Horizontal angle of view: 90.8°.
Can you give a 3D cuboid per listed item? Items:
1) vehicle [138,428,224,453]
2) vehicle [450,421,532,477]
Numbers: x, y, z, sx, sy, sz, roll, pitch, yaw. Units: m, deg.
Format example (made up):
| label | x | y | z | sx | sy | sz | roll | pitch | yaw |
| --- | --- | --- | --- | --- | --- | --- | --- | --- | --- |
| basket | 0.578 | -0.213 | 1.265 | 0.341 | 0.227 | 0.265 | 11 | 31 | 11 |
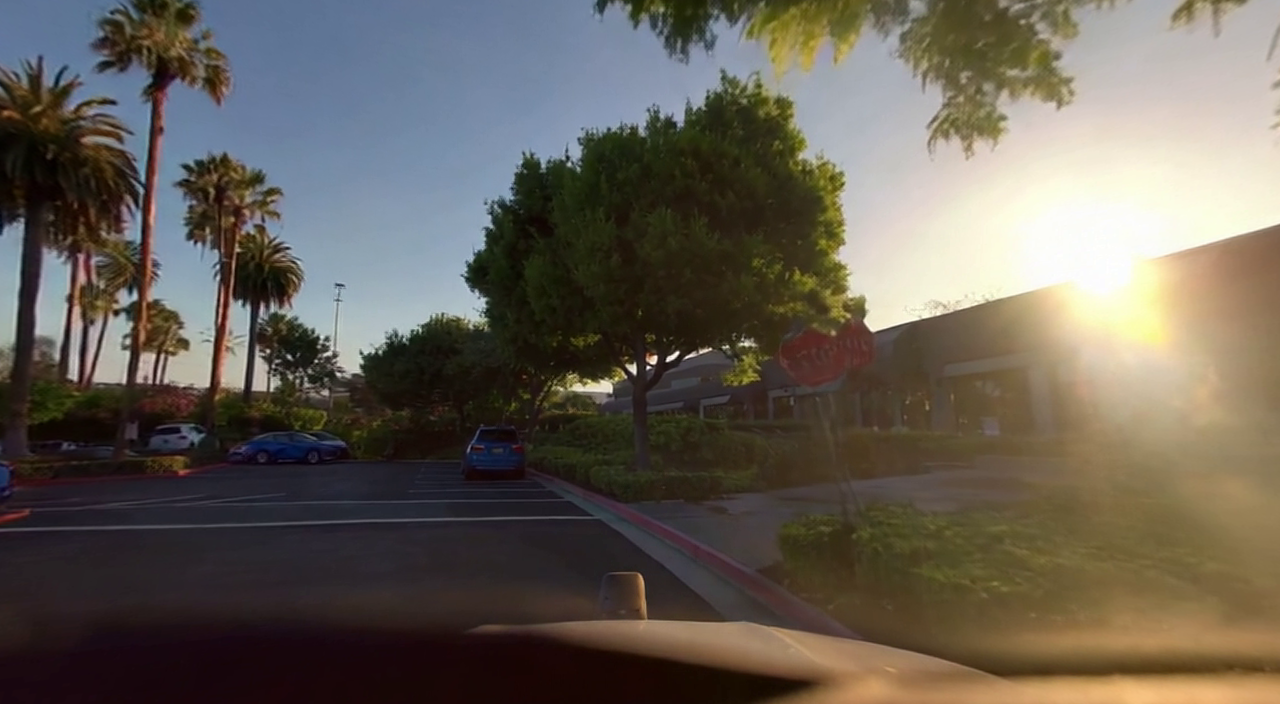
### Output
| label | x | y | z | sx | sy | sz | roll | pitch | yaw |
| --- | --- | --- | --- | --- | --- | --- | --- | --- | --- |
| vehicle | -30.732 | 5.949 | 42.423 | 4.457 | 1.552 | 1.748 | 6 | -10 | -35 |
| vehicle | -5.299 | 3.374 | 22.077 | 2.071 | 1.700 | 4.367 | 3 | -9 | -22 |
